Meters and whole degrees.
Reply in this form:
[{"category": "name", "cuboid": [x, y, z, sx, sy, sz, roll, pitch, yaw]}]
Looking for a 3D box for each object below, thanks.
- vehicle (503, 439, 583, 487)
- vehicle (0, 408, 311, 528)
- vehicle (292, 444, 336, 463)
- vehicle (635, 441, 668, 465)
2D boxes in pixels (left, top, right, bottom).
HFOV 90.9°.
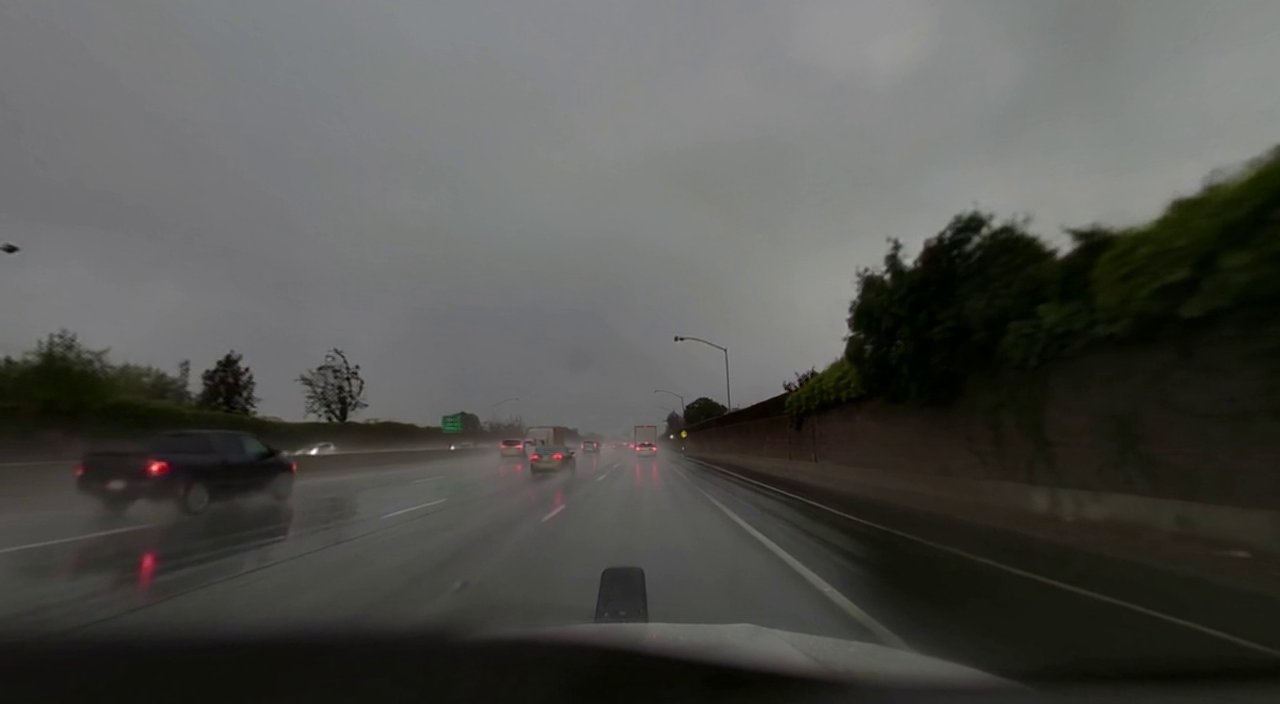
[{"category": "vehicle", "cuboid": [-3.197, 3.743, 21.630, 2.056, 1.480, 4.022, 0, -8, 1]}, {"category": "vehicle", "cuboid": [-9.915, 2.405, 13.724, 2.339, 2.018, 5.790, 0, -8, 0]}, {"category": "vehicle", "cuboid": [-25.264, 7.844, 48.963, 1.534, 1.418, 3.461, -1, -8, 1]}, {"category": "vehicle", "cuboid": [0.726, 6.633, 41.561, 2.073, 1.480, 4.343, 0, -8, 0]}]
